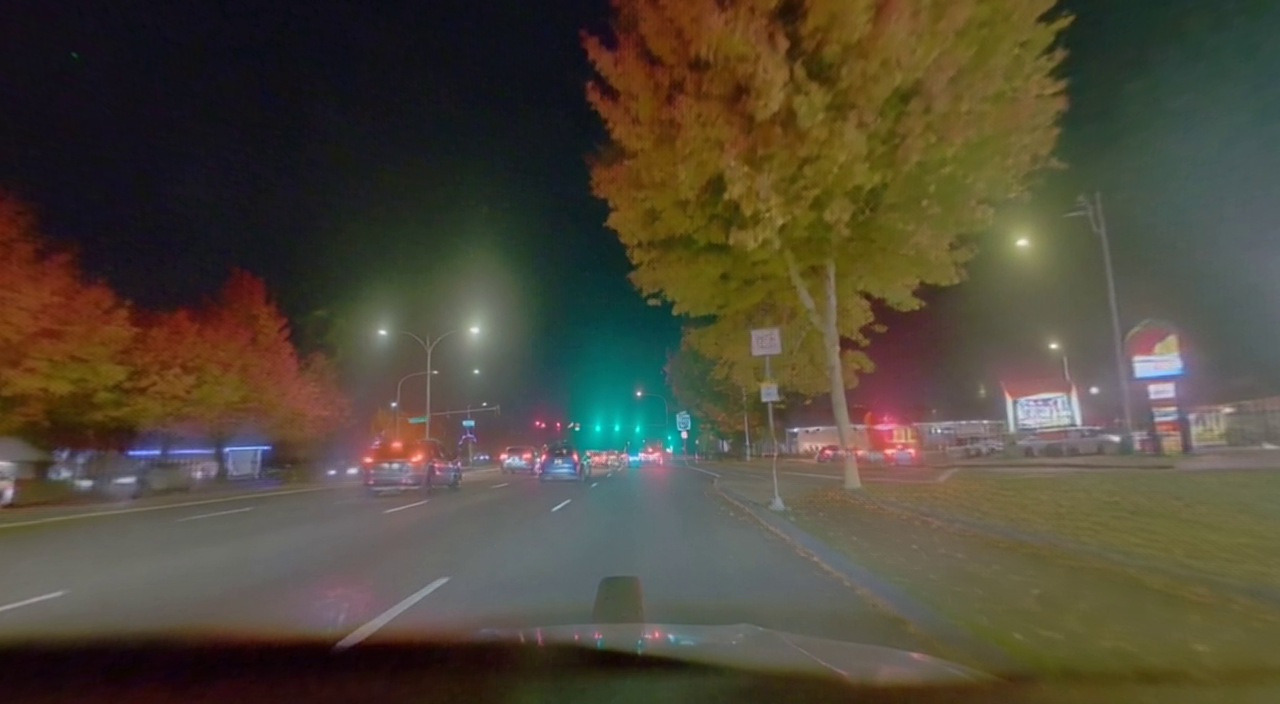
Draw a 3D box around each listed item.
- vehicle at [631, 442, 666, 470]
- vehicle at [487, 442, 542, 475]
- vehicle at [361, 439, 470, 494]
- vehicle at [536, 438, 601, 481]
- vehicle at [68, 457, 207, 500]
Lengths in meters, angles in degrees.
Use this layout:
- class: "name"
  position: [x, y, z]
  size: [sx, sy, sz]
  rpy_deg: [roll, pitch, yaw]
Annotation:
- class: "vehicle"
  position: [0.546, 6.772, 41.062]
  size: [2.144, 1.704, 4.028]
  rpy_deg: [0, -9, 0]
- class: "vehicle"
  position: [-7.096, 6.054, 36.054]
  size: [2.069, 1.719, 4.441]
  rpy_deg: [0, -9, 2]
- class: "vehicle"
  position: [-7.299, 3.740, 20.994]
  size: [1.932, 1.596, 4.247]
  rpy_deg: [0, -9, 2]
- class: "vehicle"
  position: [-2.996, 4.646, 27.500]
  size: [2.165, 1.663, 4.513]
  rpy_deg: [0, -9, 2]
- class: "vehicle"
  position: [-20.015, 5.029, 25.394]
  size: [1.826, 1.493, 4.383]
  rpy_deg: [0, -9, 3]
